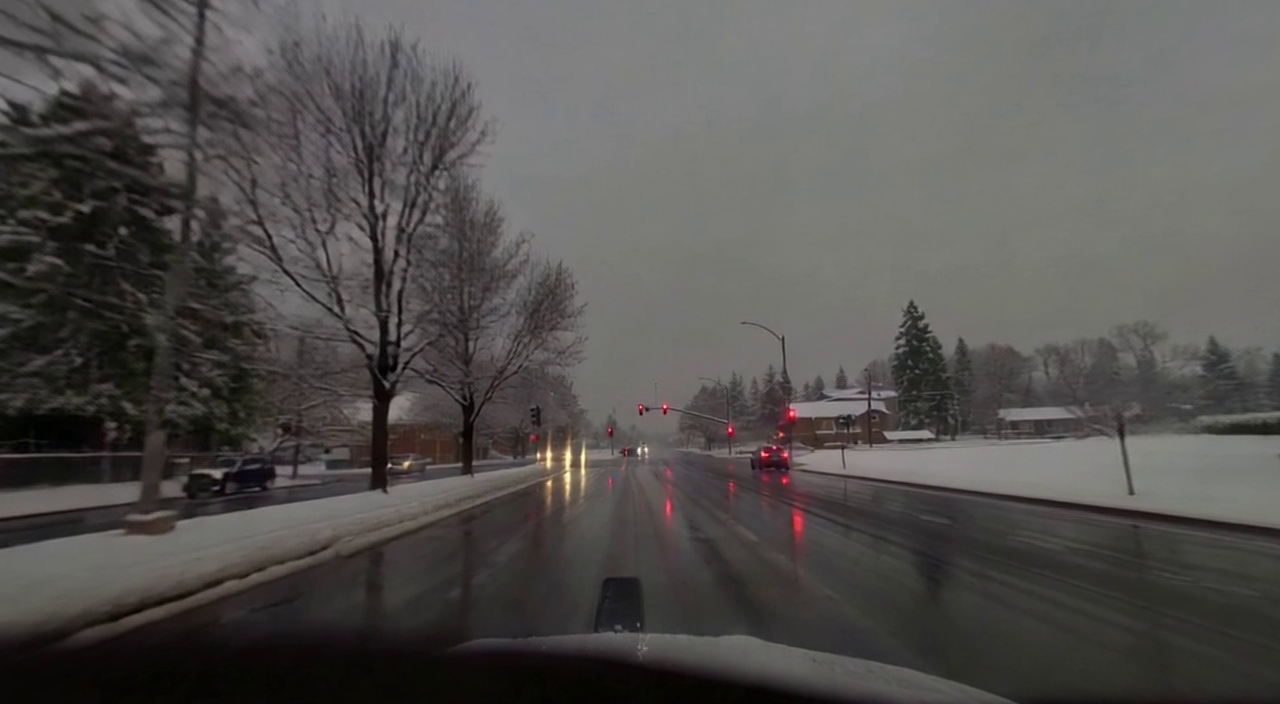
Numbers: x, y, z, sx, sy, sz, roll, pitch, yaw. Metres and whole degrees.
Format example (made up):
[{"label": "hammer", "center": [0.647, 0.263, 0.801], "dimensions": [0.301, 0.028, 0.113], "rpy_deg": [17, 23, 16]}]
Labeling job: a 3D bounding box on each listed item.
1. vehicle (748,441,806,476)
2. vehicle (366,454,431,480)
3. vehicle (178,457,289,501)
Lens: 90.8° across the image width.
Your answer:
[{"label": "vehicle", "center": [7.079, 5.535, 33.054], "dimensions": [2.011, 1.710, 4.357], "rpy_deg": [0, -9, -1]}, {"label": "vehicle", "center": [-16.622, 7.878, 43.708], "dimensions": [1.895, 1.644, 4.160], "rpy_deg": [-3, -9, 19]}, {"label": "vehicle", "center": [-17.718, 5.528, 27.818], "dimensions": [1.883, 1.583, 4.342], "rpy_deg": [-3, -9, 2]}]
